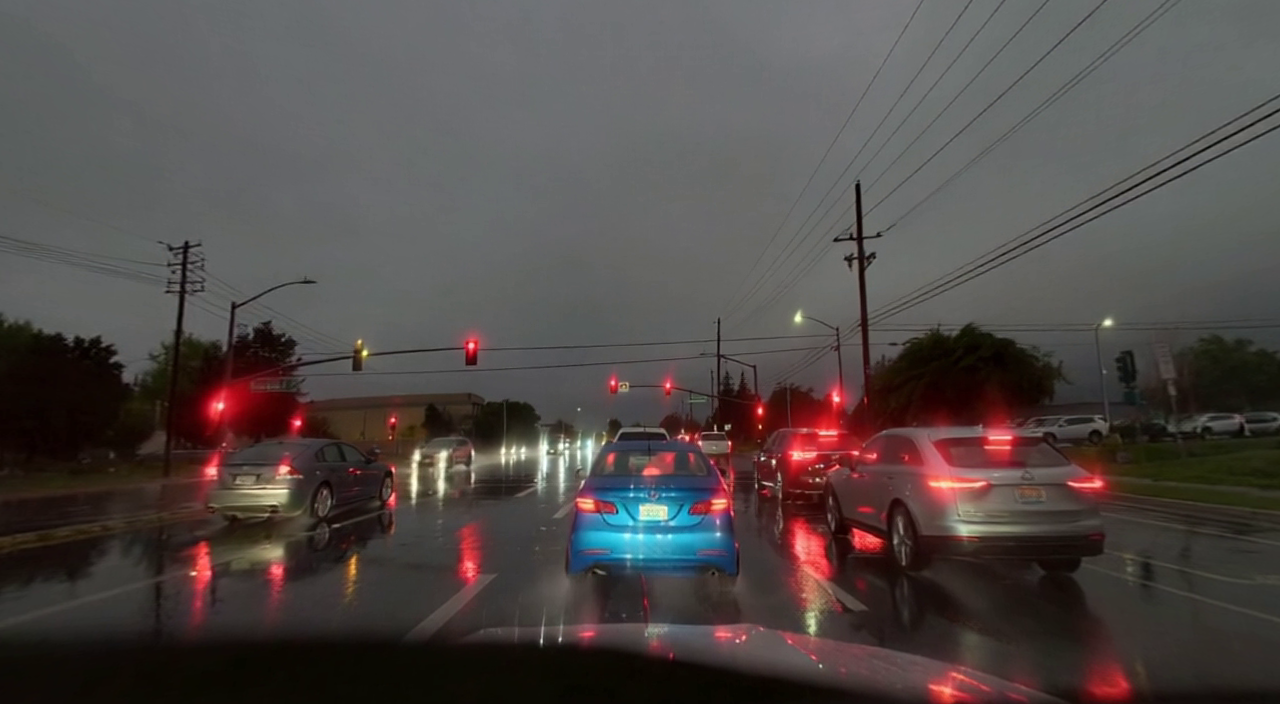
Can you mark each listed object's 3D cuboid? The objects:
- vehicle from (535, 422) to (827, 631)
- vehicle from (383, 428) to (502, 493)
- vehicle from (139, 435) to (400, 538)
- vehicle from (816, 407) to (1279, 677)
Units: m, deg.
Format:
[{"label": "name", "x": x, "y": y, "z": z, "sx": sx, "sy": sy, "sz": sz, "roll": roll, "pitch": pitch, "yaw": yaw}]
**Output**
[{"label": "vehicle", "x": 0.300, "y": 1.557, "z": 6.613, "sx": 2.109, "sy": 1.483, "sz": 3.964, "roll": 0, "pitch": -8, "yaw": 0}, {"label": "vehicle", "x": -6.254, "y": 3.491, "z": 20.773, "sx": 2.070, "sy": 1.824, "sz": 5.196, "roll": -1, "pitch": -8, "yaw": 2}, {"label": "vehicle", "x": -6.396, "y": 2.328, "z": 11.709, "sx": 1.955, "sy": 1.497, "sz": 4.639, "roll": -1, "pitch": -8, "yaw": 1}, {"label": "vehicle", "x": 3.141, "y": 1.385, "z": 5.737, "sx": 1.870, "sy": 1.523, "sz": 4.096, "roll": 0, "pitch": -8, "yaw": 0}]
